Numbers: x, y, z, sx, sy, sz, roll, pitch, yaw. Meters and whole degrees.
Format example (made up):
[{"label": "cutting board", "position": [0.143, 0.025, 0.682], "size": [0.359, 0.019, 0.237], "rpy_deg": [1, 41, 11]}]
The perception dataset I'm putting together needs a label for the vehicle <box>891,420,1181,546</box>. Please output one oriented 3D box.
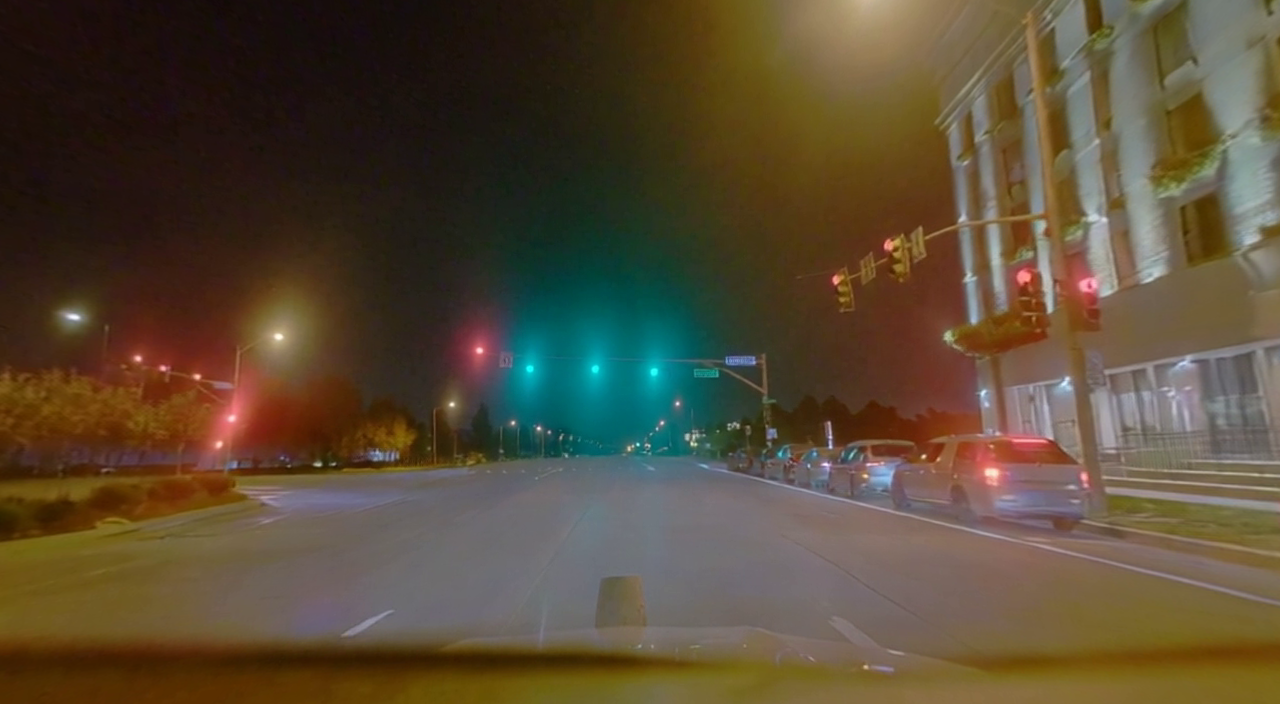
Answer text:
[{"label": "vehicle", "position": [6.495, 2.194, 11.204], "size": [1.984, 1.751, 4.759], "rpy_deg": [0, -9, -1]}]
